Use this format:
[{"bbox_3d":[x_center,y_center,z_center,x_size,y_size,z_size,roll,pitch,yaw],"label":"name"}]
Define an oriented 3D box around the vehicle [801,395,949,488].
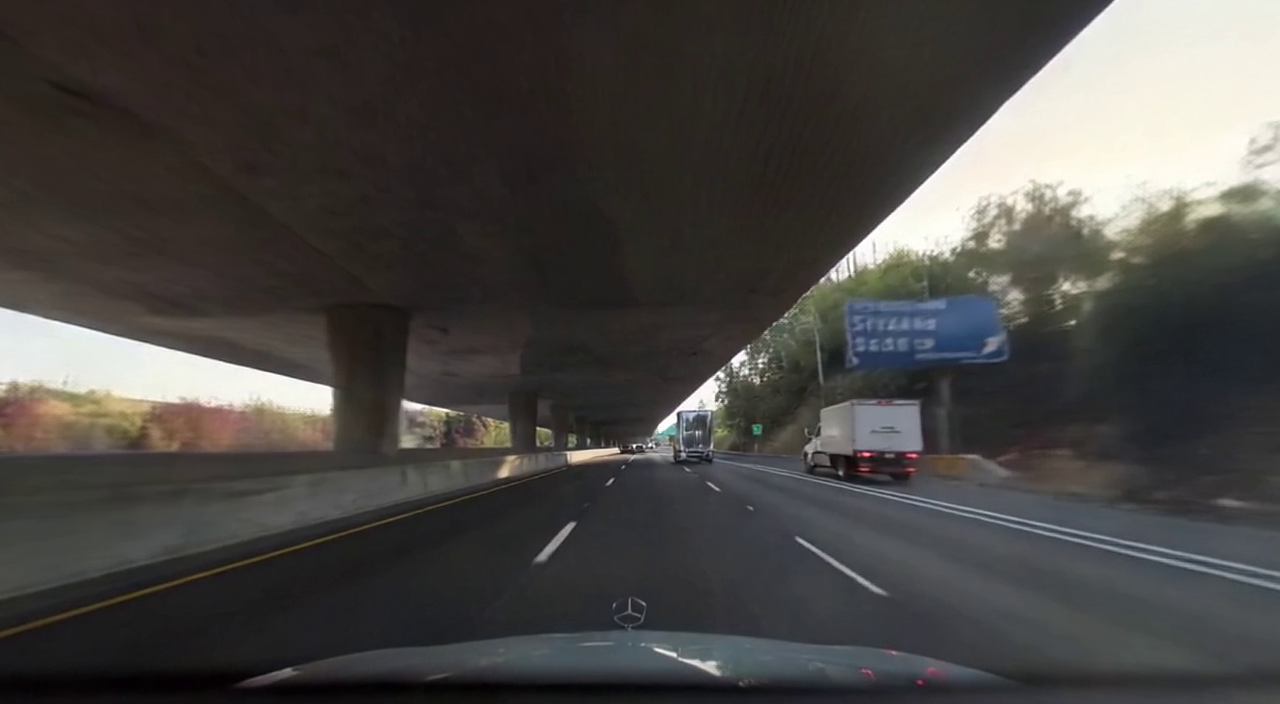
[{"bbox_3d":[7.921,3.179,22.422,2.474,2.730,7.349,0,-8,0],"label":"vehicle"}]
